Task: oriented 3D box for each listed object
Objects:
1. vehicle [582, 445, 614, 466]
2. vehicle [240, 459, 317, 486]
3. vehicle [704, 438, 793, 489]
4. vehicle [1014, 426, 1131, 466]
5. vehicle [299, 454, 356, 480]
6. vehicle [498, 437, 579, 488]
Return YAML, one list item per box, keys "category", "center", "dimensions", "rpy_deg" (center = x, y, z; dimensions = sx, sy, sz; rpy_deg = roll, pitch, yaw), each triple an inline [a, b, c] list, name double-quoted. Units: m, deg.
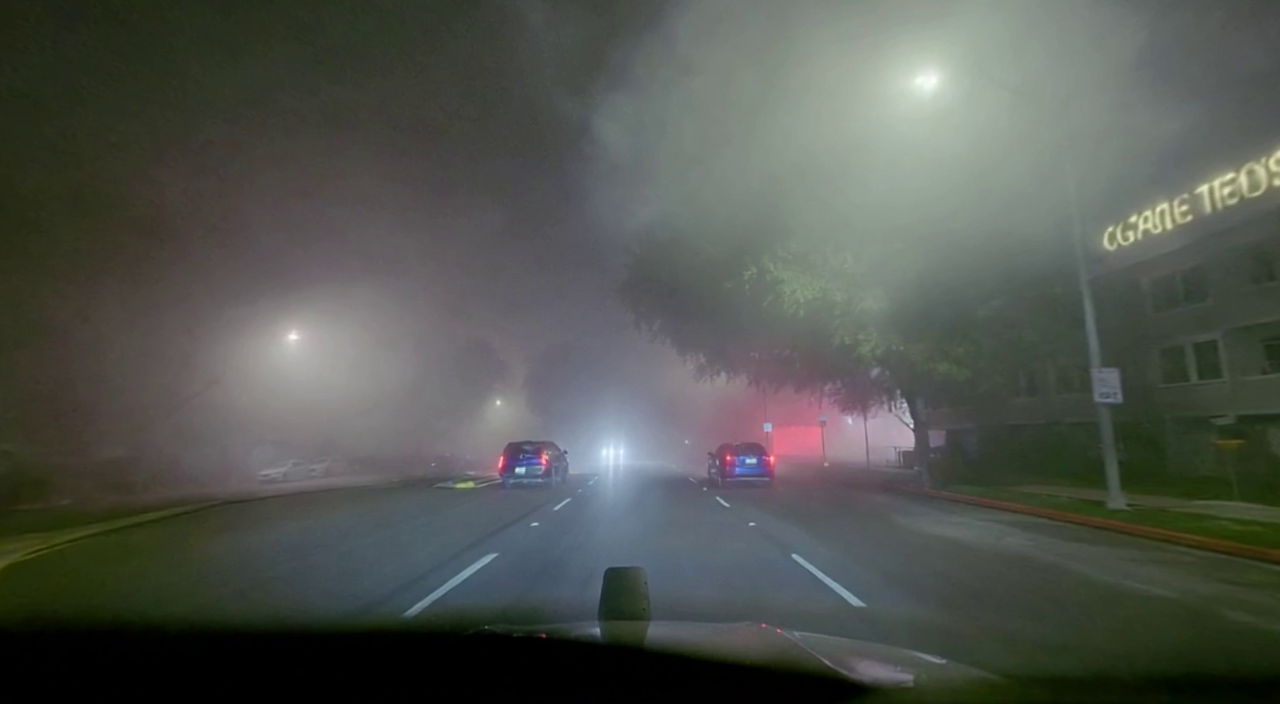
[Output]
- category: "vehicle"
  center: [-3.085, 7.717, 47.069]
  dimensions: [2.060, 1.459, 4.311]
  rpy_deg: [0, -8, 0]
- category: "vehicle"
  center: [-22.460, 7.461, 39.395]
  dimensions: [2.059, 1.463, 4.780]
  rpy_deg: [0, -8, -2]
- category: "vehicle"
  center: [3.397, 3.592, 20.626]
  dimensions: [2.083, 1.474, 4.360]
  rpy_deg: [0, -8, -1]
- category: "vehicle"
  center: [28.547, 6.172, 41.664]
  dimensions: [6.334, 2.182, 2.351]
  rpy_deg: [-2, -8, -11]
- category: "vehicle"
  center: [-22.550, 8.306, 45.667]
  dimensions: [1.853, 1.693, 4.233]
  rpy_deg: [0, -8, 1]
- category: "vehicle"
  center: [-3.471, 3.876, 22.404]
  dimensions: [2.113, 1.626, 4.129]
  rpy_deg: [0, -8, 1]
